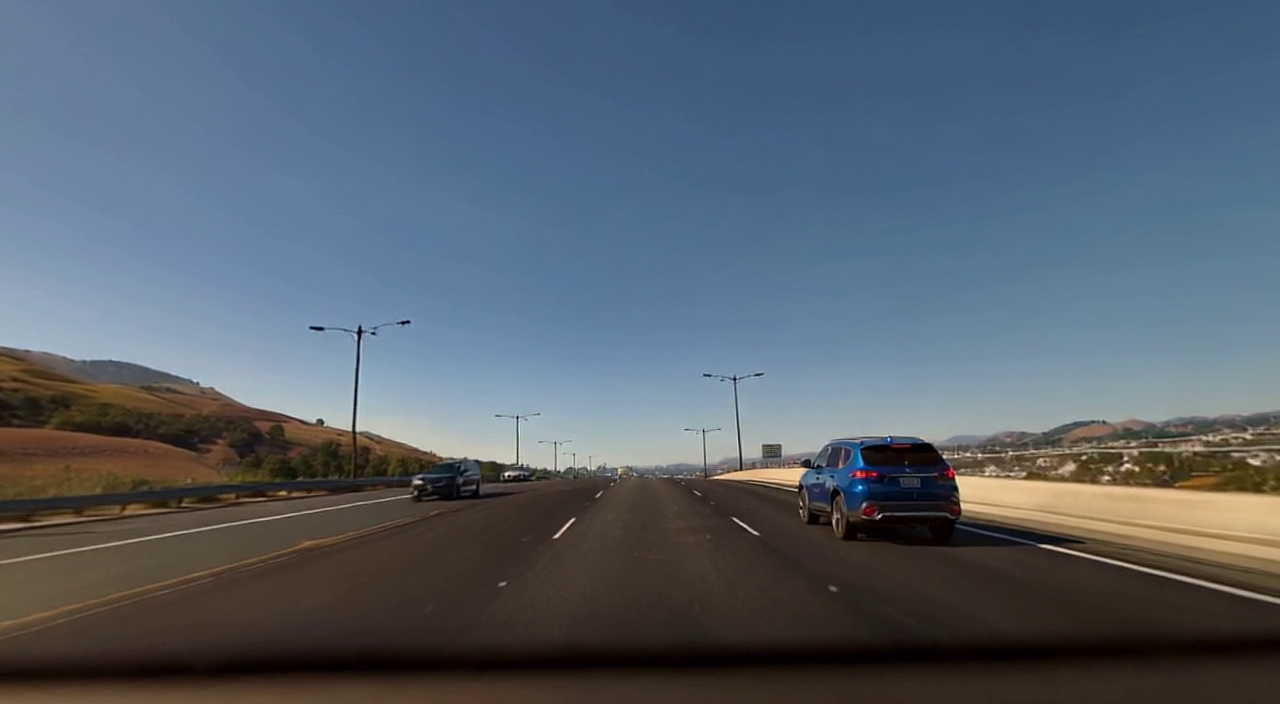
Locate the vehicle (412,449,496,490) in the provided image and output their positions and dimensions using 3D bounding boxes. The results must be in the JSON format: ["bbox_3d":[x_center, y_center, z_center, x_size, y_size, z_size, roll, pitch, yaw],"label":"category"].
[{"bbox_3d":[-10.046,6.386,34.741,2.597,2.034,6.006,0,-9,2],"label":"vehicle"}]

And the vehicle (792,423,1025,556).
[{"bbox_3d":[4.050,2.140,10.496,1.989,1.730,4.324,0,-9,1],"label":"vehicle"}]
